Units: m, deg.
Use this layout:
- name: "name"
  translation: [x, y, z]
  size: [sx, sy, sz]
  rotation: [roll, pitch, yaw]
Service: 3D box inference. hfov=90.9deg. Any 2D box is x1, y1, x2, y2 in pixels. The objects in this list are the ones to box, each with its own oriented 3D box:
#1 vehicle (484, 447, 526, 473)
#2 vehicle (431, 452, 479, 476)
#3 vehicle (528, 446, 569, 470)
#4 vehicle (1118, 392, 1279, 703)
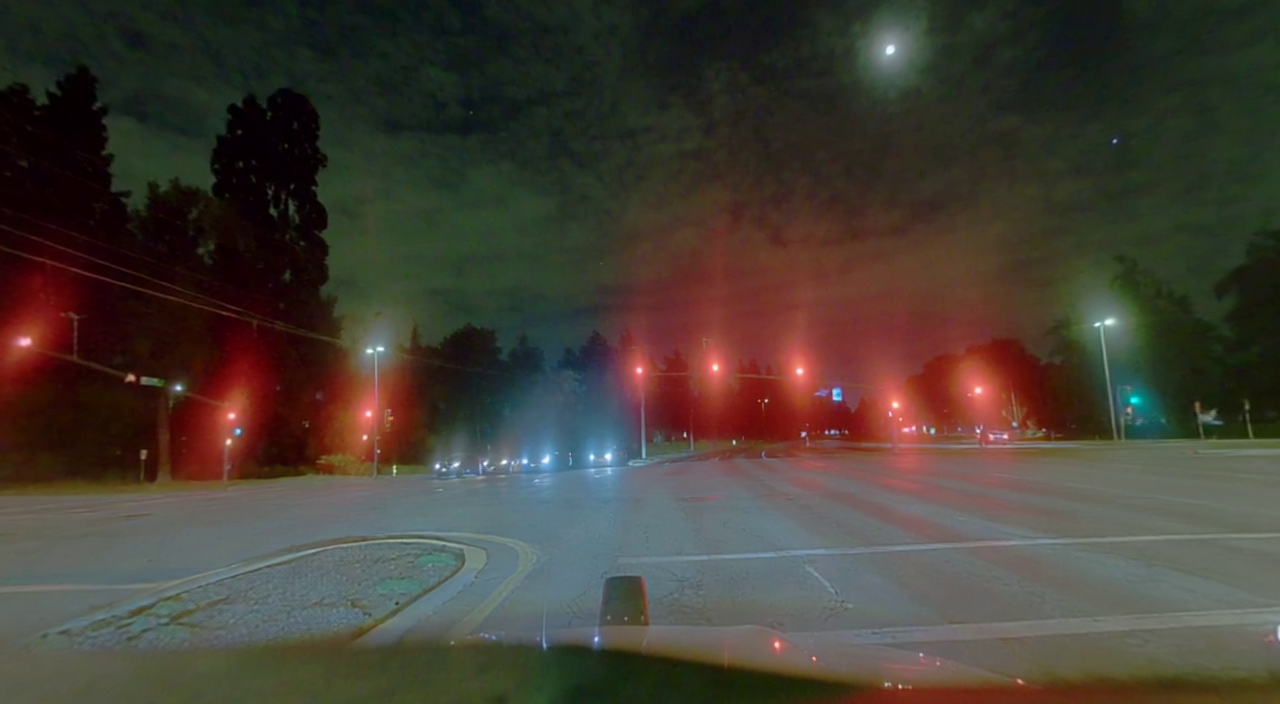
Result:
- name: "vehicle"
  translation: [-9.771, 7.826, 45.919]
  size: [2.064, 1.725, 4.243]
  rotation: [0, -9, 1]
- name: "vehicle"
  translation: [-13.405, 8.115, 45.993]
  size: [2.101, 1.637, 4.304]
  rotation: [0, -9, 1]
- name: "vehicle"
  translation: [-6.534, 7.609, 45.509]
  size: [2.126, 1.657, 4.307]
  rotation: [-1, -9, 3]
- name: "vehicle"
  translation: [3.059, 0.622, 0.420]
  size: [1.978, 1.468, 4.544]
  rotation: [0, -9, 1]
